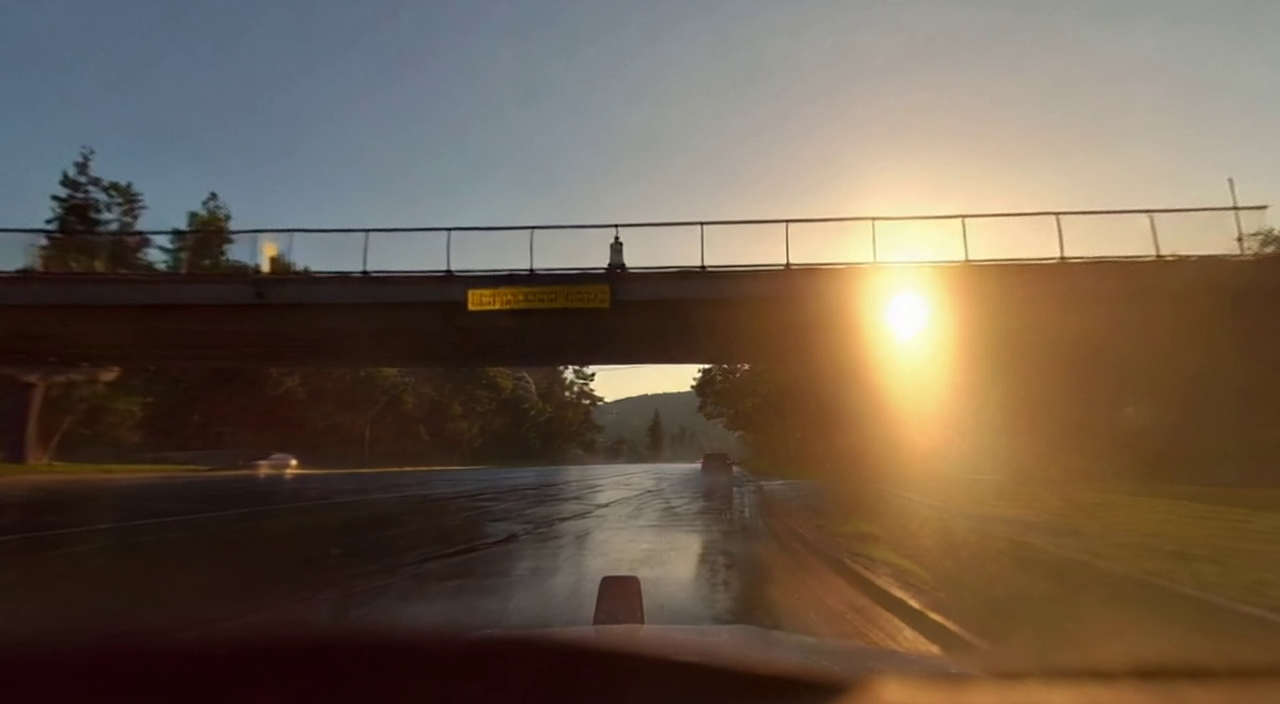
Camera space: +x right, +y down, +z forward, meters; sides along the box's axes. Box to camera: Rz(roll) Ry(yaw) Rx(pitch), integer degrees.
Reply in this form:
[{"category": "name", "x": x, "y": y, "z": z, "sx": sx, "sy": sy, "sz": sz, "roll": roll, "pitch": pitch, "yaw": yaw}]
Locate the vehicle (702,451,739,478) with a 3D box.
[{"category": "vehicle", "x": 4.707, "y": 6.486, "z": 36.433, "sx": 1.980, "sy": 1.449, "sz": 3.650, "roll": -2, "pitch": -9, "yaw": 9}]
